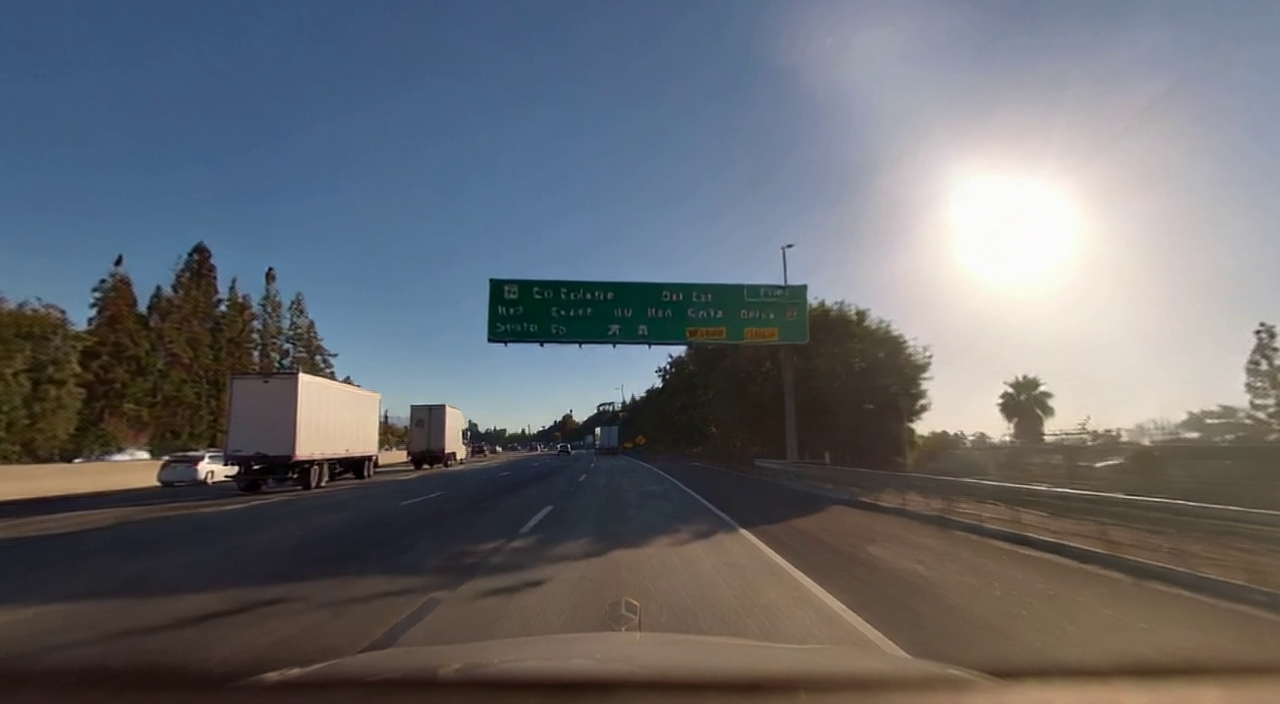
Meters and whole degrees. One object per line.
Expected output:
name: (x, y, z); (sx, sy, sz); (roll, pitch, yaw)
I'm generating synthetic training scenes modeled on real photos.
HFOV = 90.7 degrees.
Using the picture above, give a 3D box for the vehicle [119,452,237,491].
vehicle: (-19.789, 5.101, 27.417); (1.842, 1.452, 4.612); (0, -8, -3)

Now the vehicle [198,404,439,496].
vehicle: (-11.775, 3.948, 25.954); (3.270, 2.674, 14.547); (0, -8, -4)
